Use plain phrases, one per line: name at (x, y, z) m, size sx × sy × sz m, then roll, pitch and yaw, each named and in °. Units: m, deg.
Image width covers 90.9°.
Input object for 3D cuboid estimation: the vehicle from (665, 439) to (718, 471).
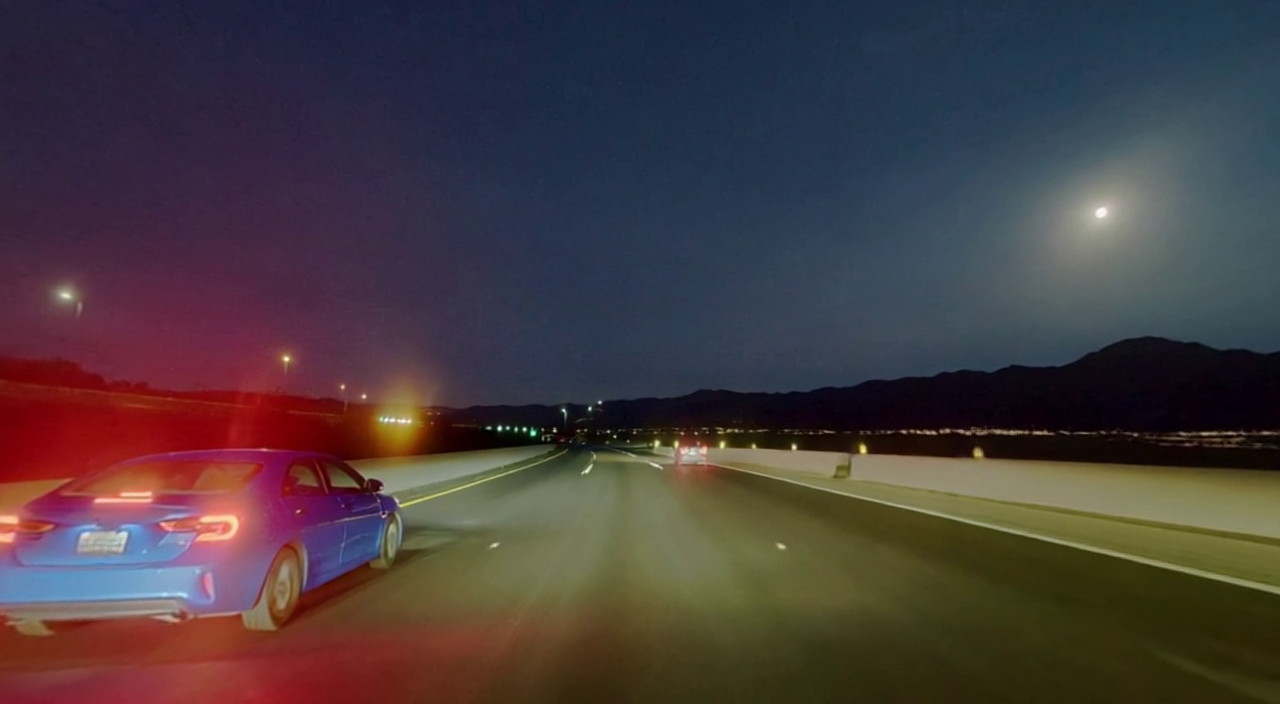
vehicle at (2.415, 4.992, 30.647) m, size 1.985 × 1.440 × 4.466 m, roll 0°, pitch -9°, yaw -3°
